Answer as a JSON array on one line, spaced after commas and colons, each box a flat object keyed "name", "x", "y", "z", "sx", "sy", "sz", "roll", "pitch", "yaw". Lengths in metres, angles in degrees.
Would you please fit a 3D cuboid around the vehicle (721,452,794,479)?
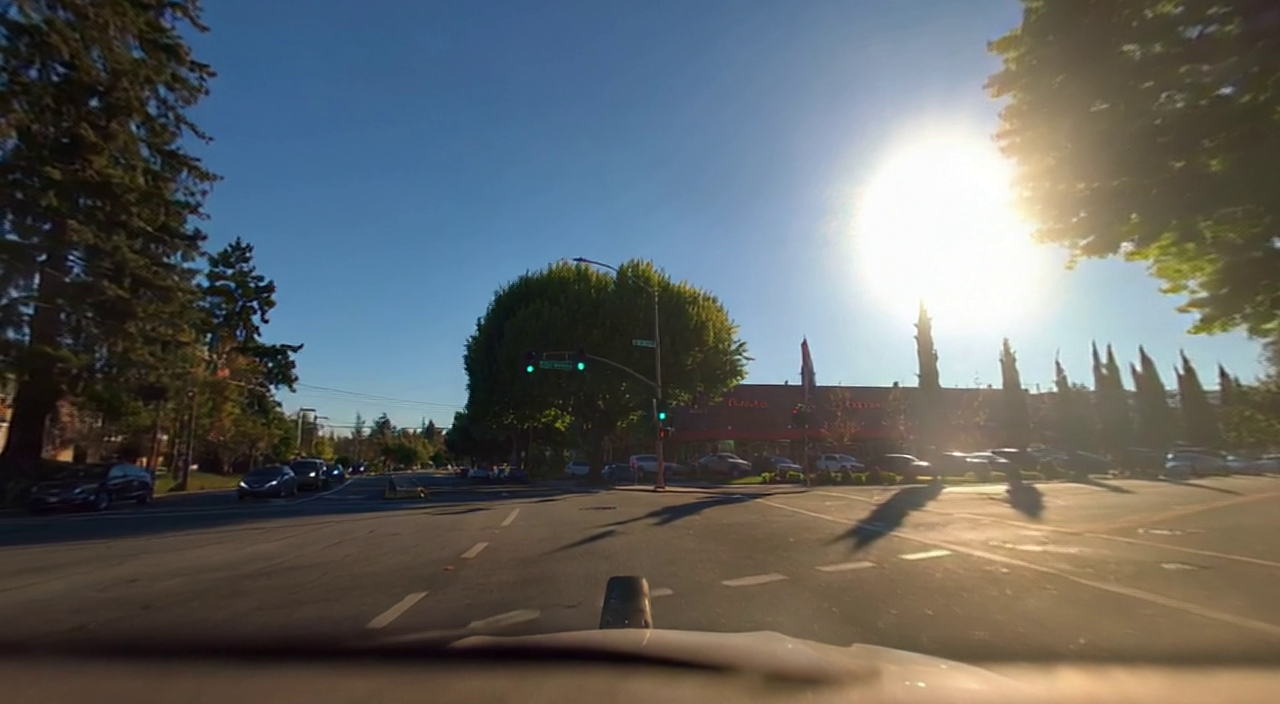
[{"name": "vehicle", "x": 7.904, "y": 7.588, "z": 42.457, "sx": 4.375, "sy": 1.685, "sz": 2.045, "roll": 3, "pitch": -9, "yaw": -22}]

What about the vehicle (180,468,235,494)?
[{"name": "vehicle", "x": -29.421, "y": 8.757, "z": 42.997, "sx": 1.842, "sy": 1.474, "sz": 4.712, "roll": 3, "pitch": -9, "yaw": -19}]

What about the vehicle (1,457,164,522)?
[{"name": "vehicle", "x": -18.419, "y": 4.485, "z": 21.207, "sx": 2.124, "sy": 1.793, "sz": 4.709, "roll": 2, "pitch": -9, "yaw": -15}]

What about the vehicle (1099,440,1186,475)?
[{"name": "vehicle", "x": 28.414, "y": 5.910, "z": 35.603, "sx": 4.781, "sy": 1.849, "sz": 2.355, "roll": 6, "pitch": -10, "yaw": -34}]

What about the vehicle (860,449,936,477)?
[{"name": "vehicle", "x": 17.125, "y": 7.317, "z": 41.825, "sx": 4.530, "sy": 1.696, "sz": 1.979, "roll": 4, "pitch": -9, "yaw": -24}]

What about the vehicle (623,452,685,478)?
[{"name": "vehicle", "x": 1.109, "y": 8.589, "z": 48.138, "sx": 4.669, "sy": 1.770, "sz": 1.896, "roll": 7, "pitch": -11, "yaw": -39}]

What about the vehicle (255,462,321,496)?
[{"name": "vehicle", "x": -17.829, "y": 6.414, "z": 32.164, "sx": 1.961, "sy": 1.492, "sz": 4.702, "roll": 3, "pitch": -9, "yaw": -18}]
